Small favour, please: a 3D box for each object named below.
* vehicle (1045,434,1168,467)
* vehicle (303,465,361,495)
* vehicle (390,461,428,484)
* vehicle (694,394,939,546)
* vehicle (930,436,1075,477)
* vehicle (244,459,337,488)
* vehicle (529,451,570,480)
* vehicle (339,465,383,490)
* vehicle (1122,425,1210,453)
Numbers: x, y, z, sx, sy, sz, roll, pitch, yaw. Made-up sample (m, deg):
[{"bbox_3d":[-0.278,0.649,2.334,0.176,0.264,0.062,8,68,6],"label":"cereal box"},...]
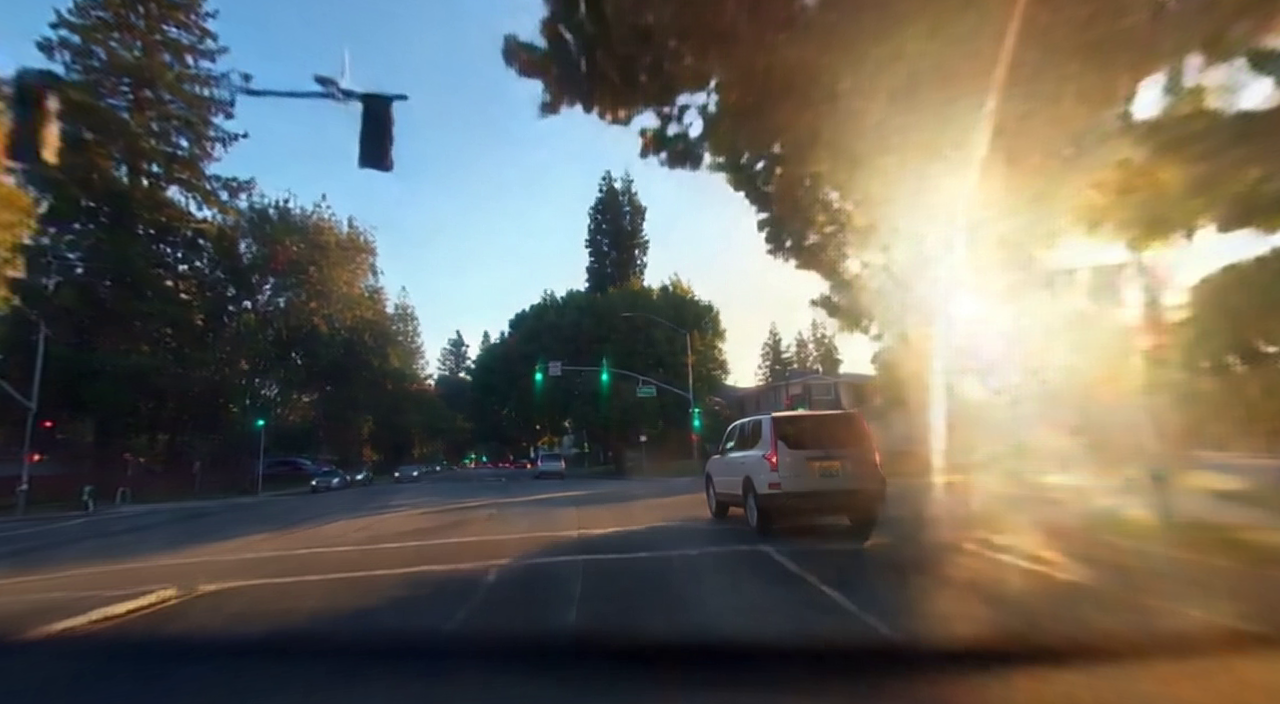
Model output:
[{"bbox_3d":[22.435,4.757,30.437,4.329,1.462,1.999,-1,-8,1],"label":"vehicle"},{"bbox_3d":[-18.813,7.820,38.761,1.955,1.509,4.640,-2,-9,-10],"label":"vehicle"},{"bbox_3d":[-17.061,8.903,46.758,2.035,1.475,4.639,1,-9,-12],"label":"vehicle"},{"bbox_3d":[2.705,2.032,11.577,2.338,2.063,5.592,0,-9,-6],"label":"vehicle"},{"bbox_3d":[13.872,3.986,24.276,4.413,1.449,1.963,1,-9,-7],"label":"vehicle"},{"bbox_3d":[-26.832,9.335,48.627,5.734,1.950,2.287,1,-9,-13],"label":"vehicle"},{"bbox_3d":[-5.951,7.329,41.038,2.138,1.729,4.178,2,-9,-15],"label":"vehicle"},{"bbox_3d":[-19.658,8.827,44.540,1.965,1.416,4.613,-2,-8,-13],"label":"vehicle"},{"bbox_3d":[35.283,5.859,42.279,4.533,1.759,2.101,3,-10,-14],"label":"vehicle"}]
